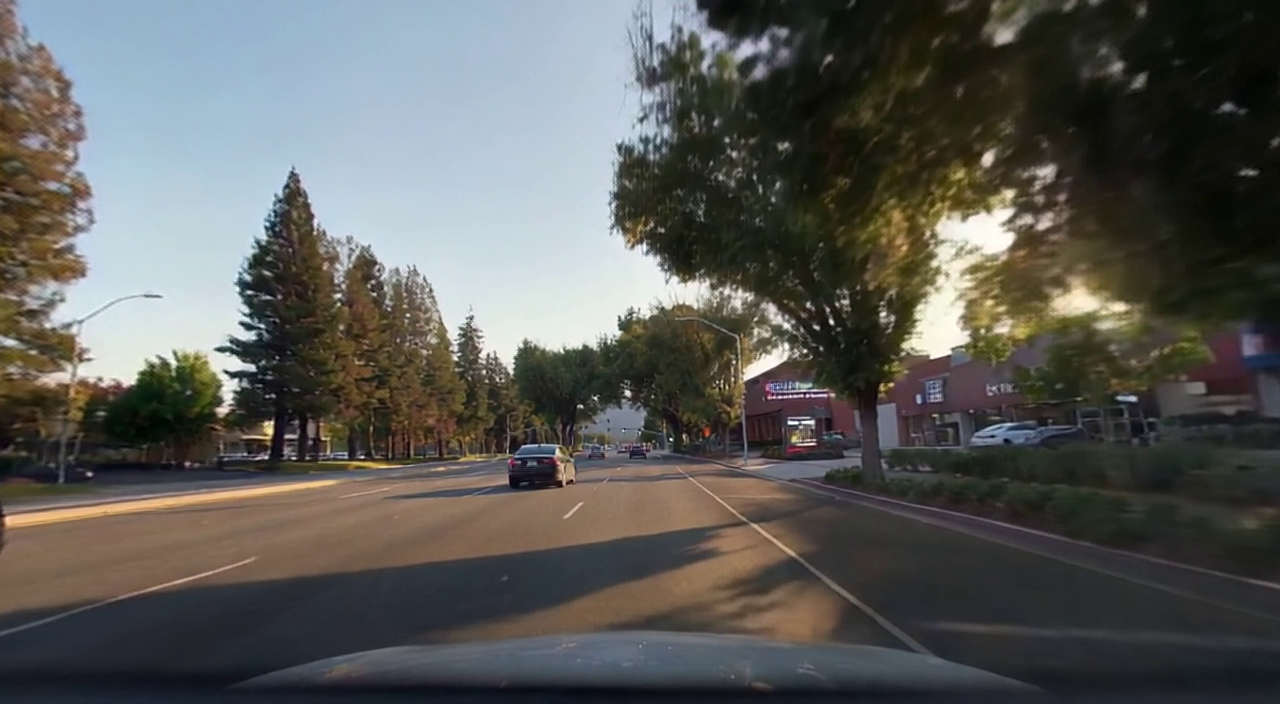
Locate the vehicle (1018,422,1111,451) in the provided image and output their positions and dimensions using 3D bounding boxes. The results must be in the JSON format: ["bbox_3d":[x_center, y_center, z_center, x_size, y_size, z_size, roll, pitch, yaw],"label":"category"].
[{"bbox_3d":[25.337,5.092,37.718,4.222,1.450,1.766,-3,-8,0],"label":"vehicle"}]

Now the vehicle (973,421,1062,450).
[{"bbox_3d":[25.324,5.612,42.359,4.643,1.852,1.978,0,-8,0],"label":"vehicle"}]

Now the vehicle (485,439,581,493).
[{"bbox_3d":[-3.184,3.521,19.814,2.152,1.479,4.394,0,-8,1],"label":"vehicle"}]
